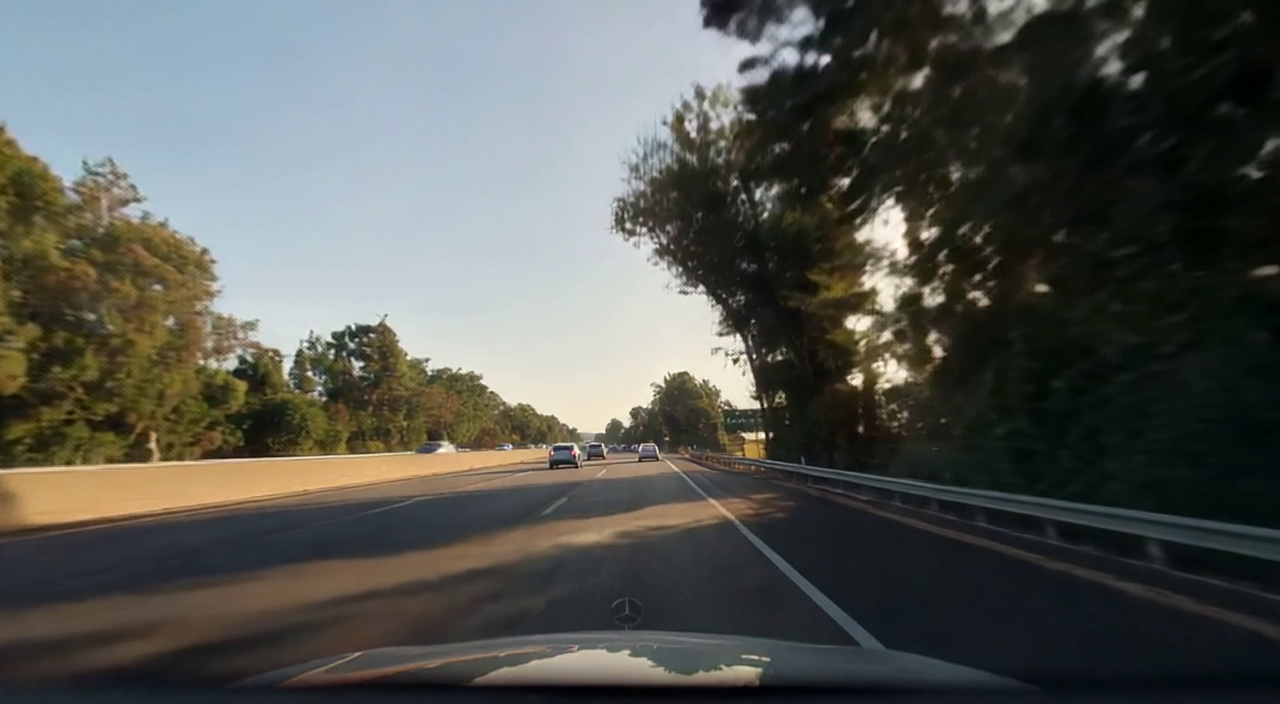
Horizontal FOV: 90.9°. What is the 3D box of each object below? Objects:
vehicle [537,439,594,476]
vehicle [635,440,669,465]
[{"bbox_3d":[-3.418,4.966,29.919,2.028,1.634,4.441,0,-8,2],"label":"vehicle"},{"bbox_3d":[0.828,6.998,44.068,2.259,1.697,4.106,0,-8,1],"label":"vehicle"}]
